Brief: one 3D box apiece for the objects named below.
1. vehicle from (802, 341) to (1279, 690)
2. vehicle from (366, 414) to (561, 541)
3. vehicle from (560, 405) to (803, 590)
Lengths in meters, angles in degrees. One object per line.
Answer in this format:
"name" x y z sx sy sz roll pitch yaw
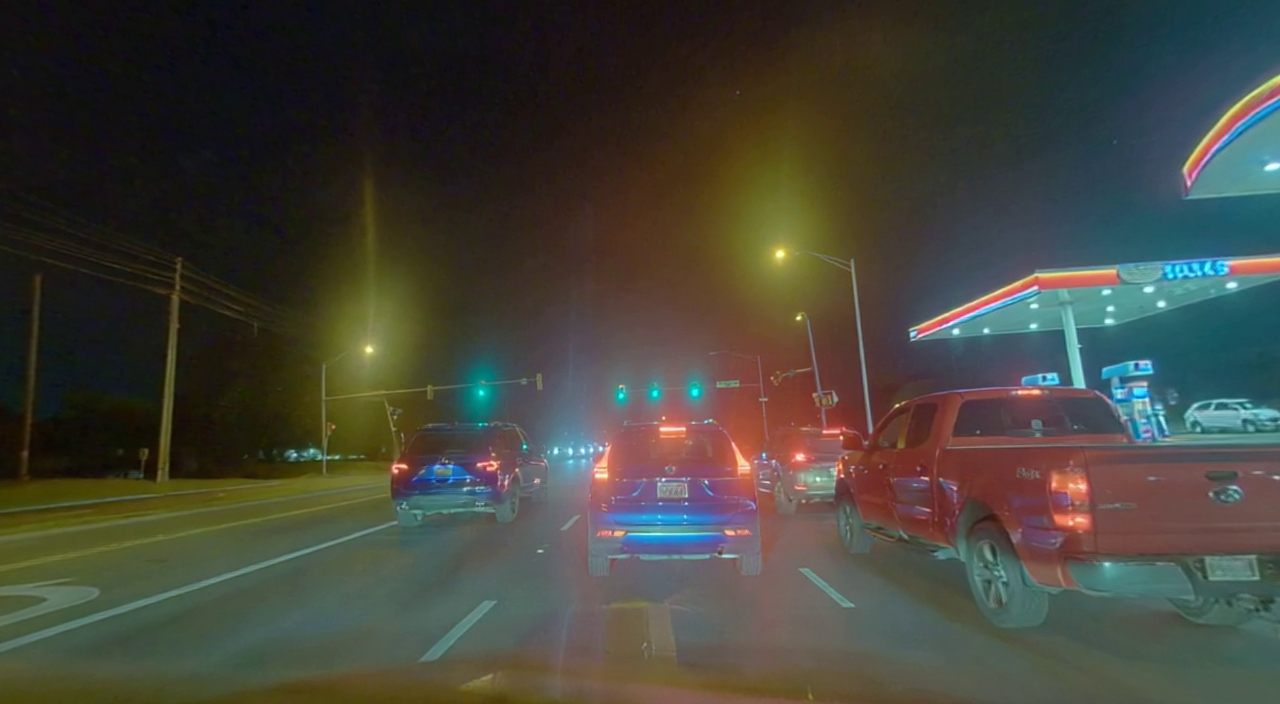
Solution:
"vehicle" 3.405 1.257 6.119 2.161 1.868 5.321 0 -8 -1
"vehicle" -2.713 2.055 10.907 2.019 1.731 4.299 0 -8 2
"vehicle" 0.358 1.611 7.781 2.181 1.650 4.083 0 -8 0
